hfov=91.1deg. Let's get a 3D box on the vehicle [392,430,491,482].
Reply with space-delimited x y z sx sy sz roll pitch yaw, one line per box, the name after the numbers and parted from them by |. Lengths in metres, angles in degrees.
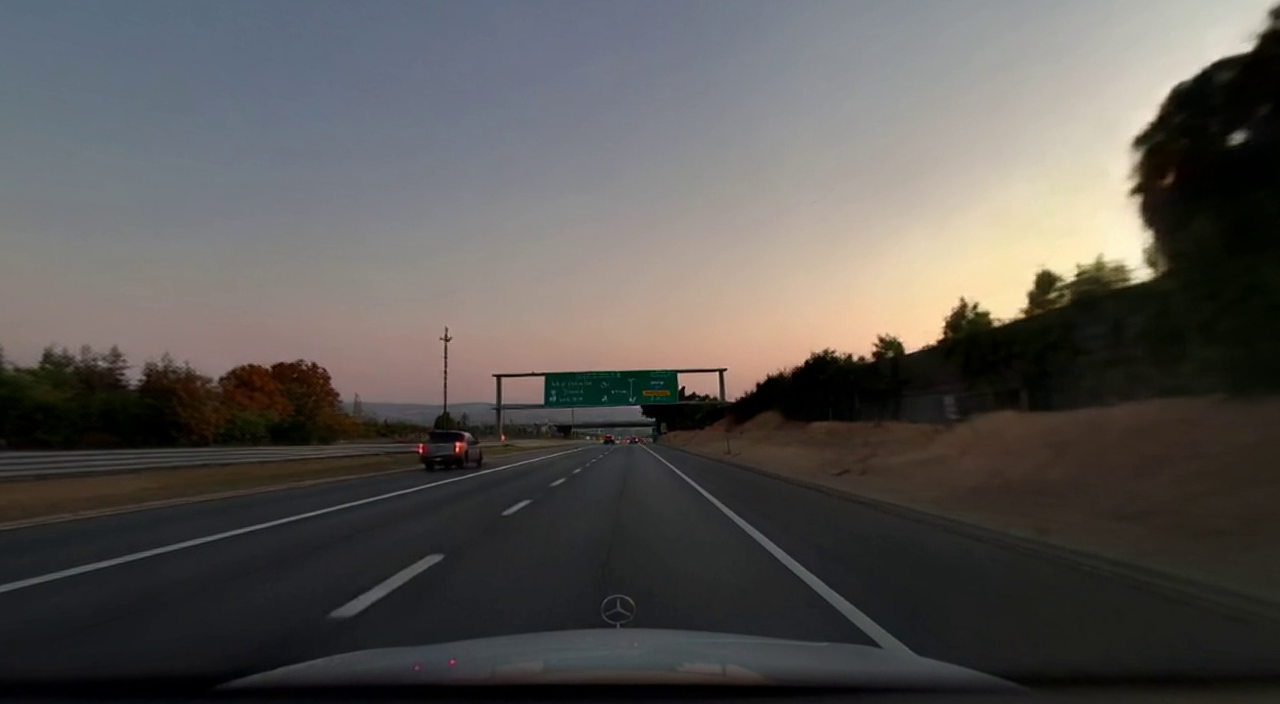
-7.004 3.694 22.794 2.111 1.662 4.630 0 -8 0 | vehicle
